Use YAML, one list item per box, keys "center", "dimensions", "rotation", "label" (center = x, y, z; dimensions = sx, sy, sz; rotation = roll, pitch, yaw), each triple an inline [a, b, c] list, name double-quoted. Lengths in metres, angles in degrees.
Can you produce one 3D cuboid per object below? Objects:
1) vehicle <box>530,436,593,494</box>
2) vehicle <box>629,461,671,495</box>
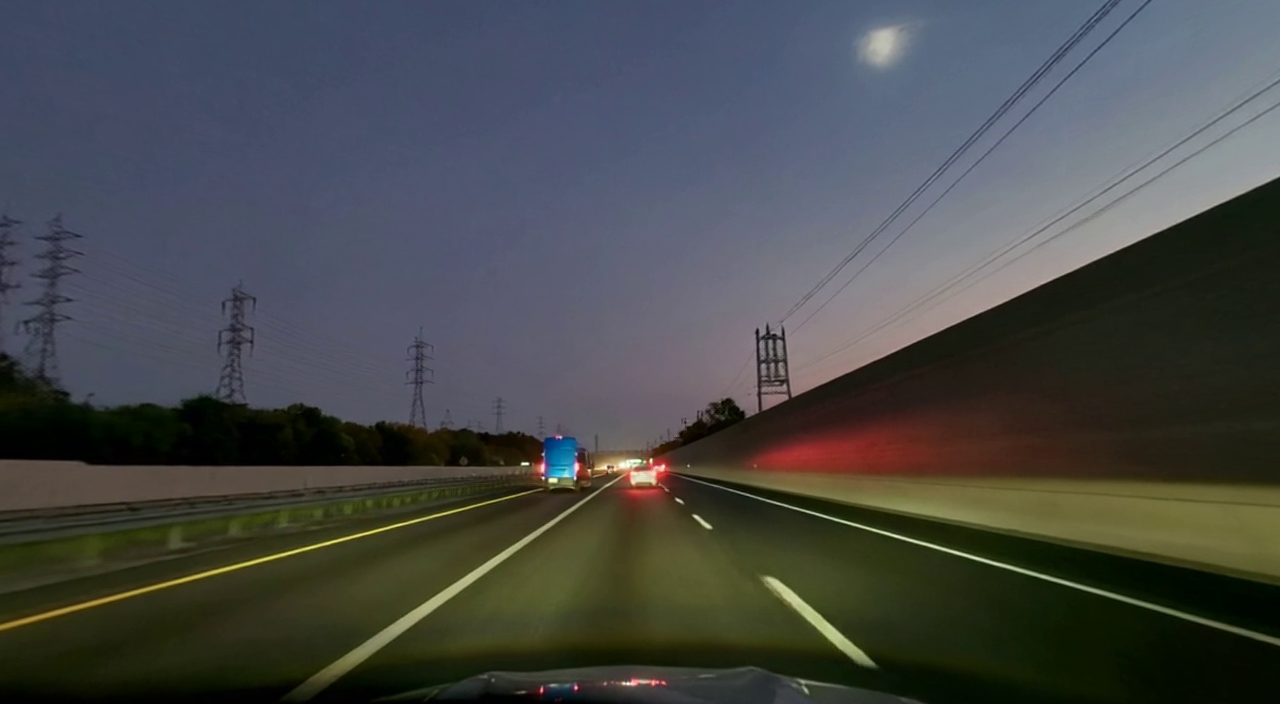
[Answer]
- center: [-3.878, 5.871, 32.571]
  dimensions: [2.394, 2.609, 6.875]
  rotation: [1, -11, 0]
  label: "vehicle"
- center: [0.460, 6.356, 31.831]
  dimensions: [2.006, 1.554, 3.863]
  rotation: [1, -10, 0]
  label: "vehicle"
